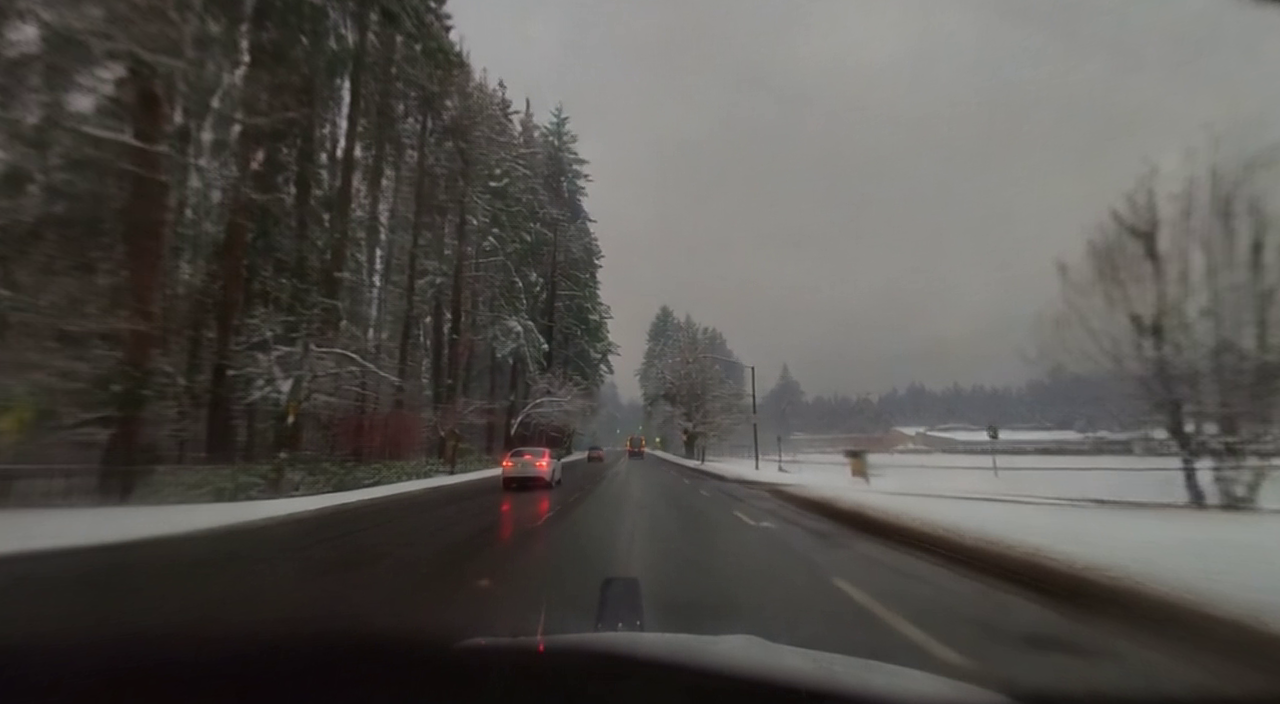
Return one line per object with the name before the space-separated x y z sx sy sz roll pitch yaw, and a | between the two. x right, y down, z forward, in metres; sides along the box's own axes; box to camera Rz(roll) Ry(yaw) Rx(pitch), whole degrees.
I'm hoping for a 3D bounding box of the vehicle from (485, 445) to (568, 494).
vehicle | -3.709 3.913 21.429 1.968 1.459 4.433 0 -8 0
